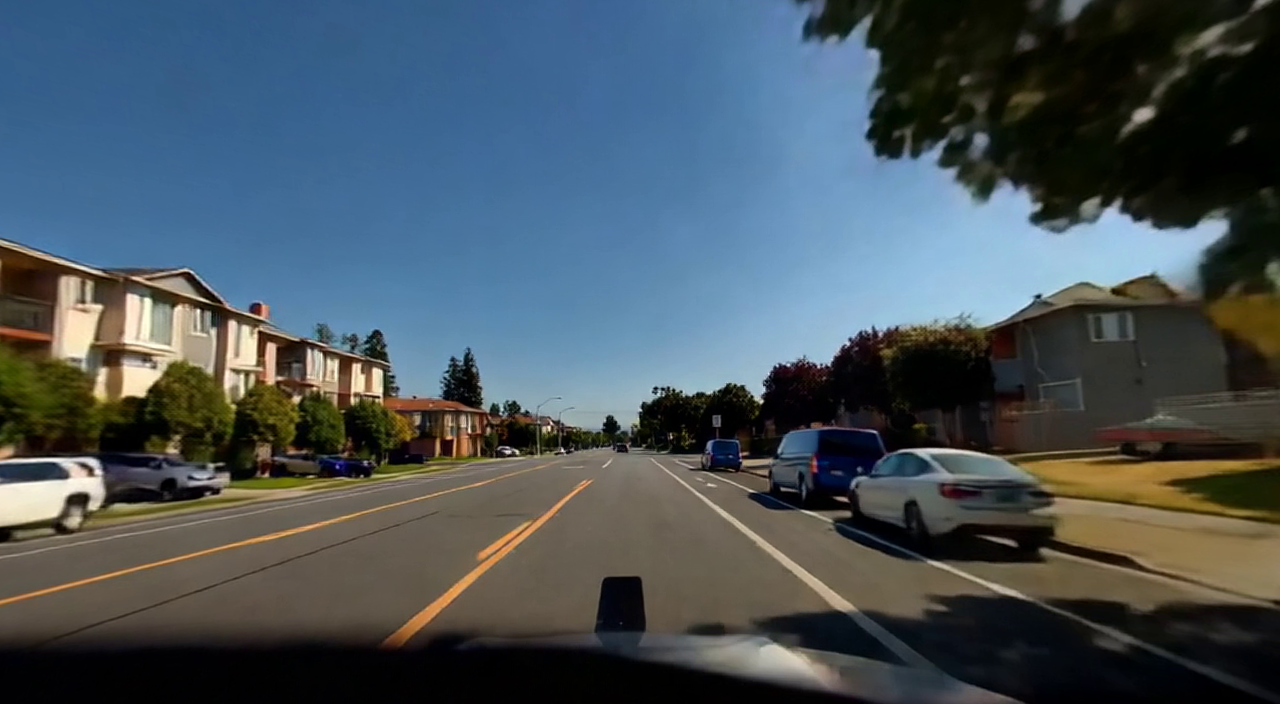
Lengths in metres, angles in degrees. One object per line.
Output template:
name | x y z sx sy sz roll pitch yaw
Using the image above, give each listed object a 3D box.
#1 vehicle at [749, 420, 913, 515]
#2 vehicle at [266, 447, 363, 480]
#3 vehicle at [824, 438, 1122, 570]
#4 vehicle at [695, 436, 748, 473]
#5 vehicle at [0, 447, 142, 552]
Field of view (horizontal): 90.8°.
vehicle | 4.516 2.863 16.199 2.254 1.968 5.838 0 -9 -1
vehicle | -18.479 6.353 36.076 4.397 1.768 1.956 1 -9 -4
vehicle | 4.532 2.104 9.653 1.923 1.493 4.628 0 -9 -1
vehicle | 4.327 5.542 34.442 2.052 1.859 4.778 1 -9 -3
vehicle | -12.687 2.833 12.116 2.149 1.865 5.247 -2 -8 -2
